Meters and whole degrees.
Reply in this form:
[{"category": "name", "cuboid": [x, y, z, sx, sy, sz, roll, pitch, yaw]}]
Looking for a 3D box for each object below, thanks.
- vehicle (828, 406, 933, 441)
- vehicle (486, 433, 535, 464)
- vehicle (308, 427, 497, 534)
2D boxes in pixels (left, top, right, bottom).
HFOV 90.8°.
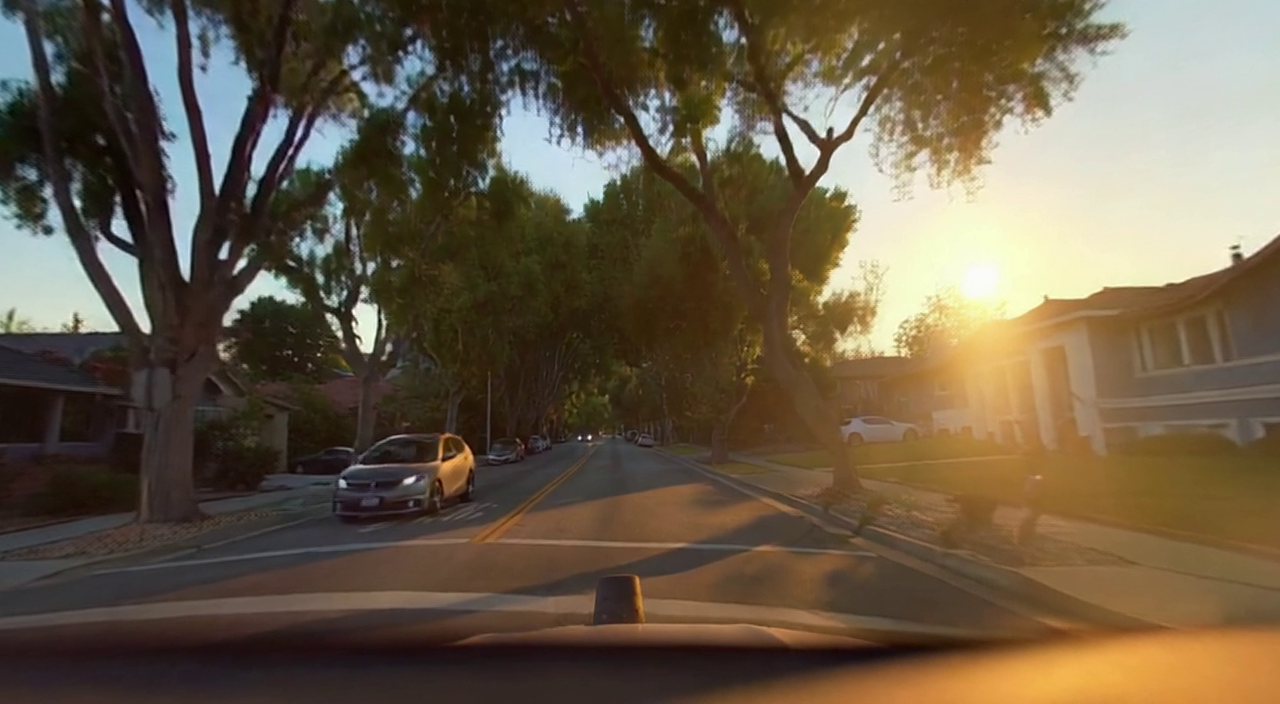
[{"category": "vehicle", "cuboid": [11.705, 3.536, 31.023, 4.389, 1.480, 2.038, -4, -8, 8]}, {"category": "vehicle", "cuboid": [-7.413, 5.559, 36.544, 2.031, 1.662, 4.194, 0, -8, -1]}, {"category": "vehicle", "cuboid": [-4.306, 2.376, 12.362, 1.973, 1.683, 4.400, 0, -8, 0]}]
